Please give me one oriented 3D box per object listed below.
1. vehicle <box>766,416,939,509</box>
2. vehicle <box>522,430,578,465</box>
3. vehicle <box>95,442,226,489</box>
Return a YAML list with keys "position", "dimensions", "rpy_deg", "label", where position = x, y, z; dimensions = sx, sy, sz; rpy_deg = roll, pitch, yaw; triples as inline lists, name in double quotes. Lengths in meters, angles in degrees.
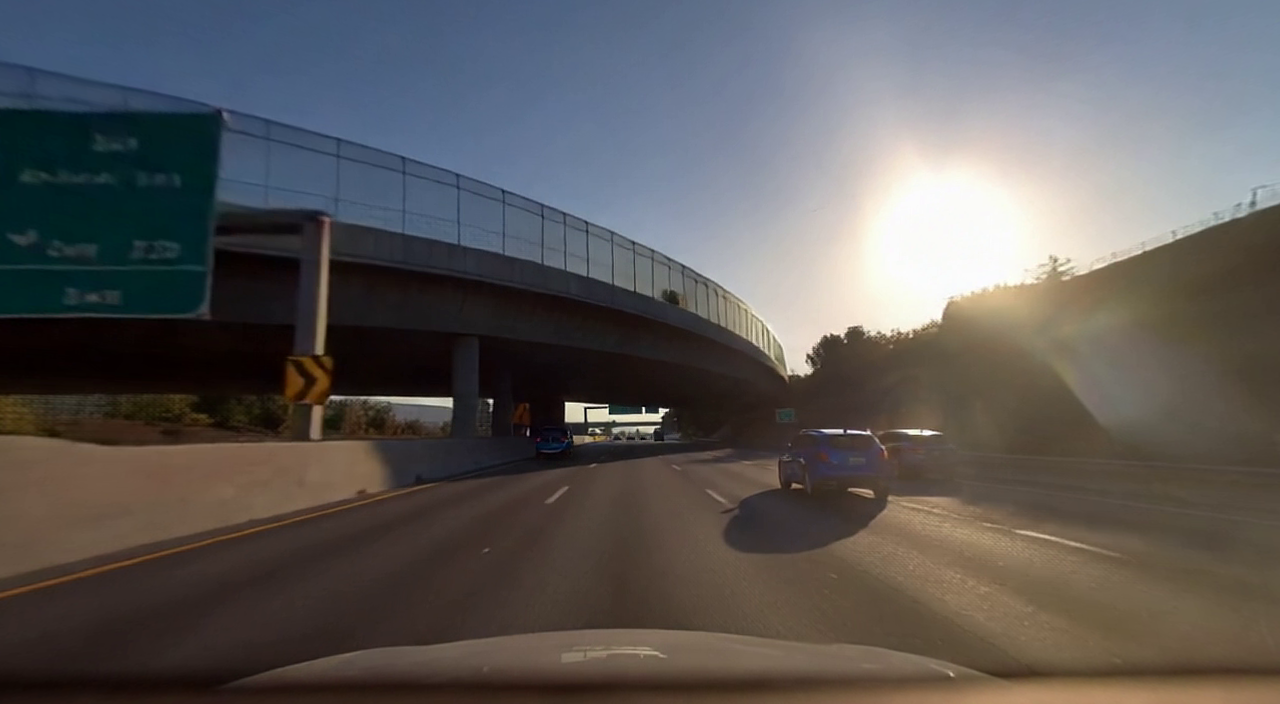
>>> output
- position: [4.076, 2.166, 12.878]
  dimensions: [2.011, 1.576, 4.060]
  rpy_deg: [0, -8, -2]
  label: "vehicle"
- position: [-4.020, 4.355, 28.837]
  dimensions: [2.032, 1.465, 4.316]
  rpy_deg: [0, -8, -1]
  label: "vehicle"
- position: [-17.290, 4.070, 22.932]
  dimensions: [1.764, 1.516, 3.867]
  rpy_deg: [0, -8, -1]
  label: "vehicle"
